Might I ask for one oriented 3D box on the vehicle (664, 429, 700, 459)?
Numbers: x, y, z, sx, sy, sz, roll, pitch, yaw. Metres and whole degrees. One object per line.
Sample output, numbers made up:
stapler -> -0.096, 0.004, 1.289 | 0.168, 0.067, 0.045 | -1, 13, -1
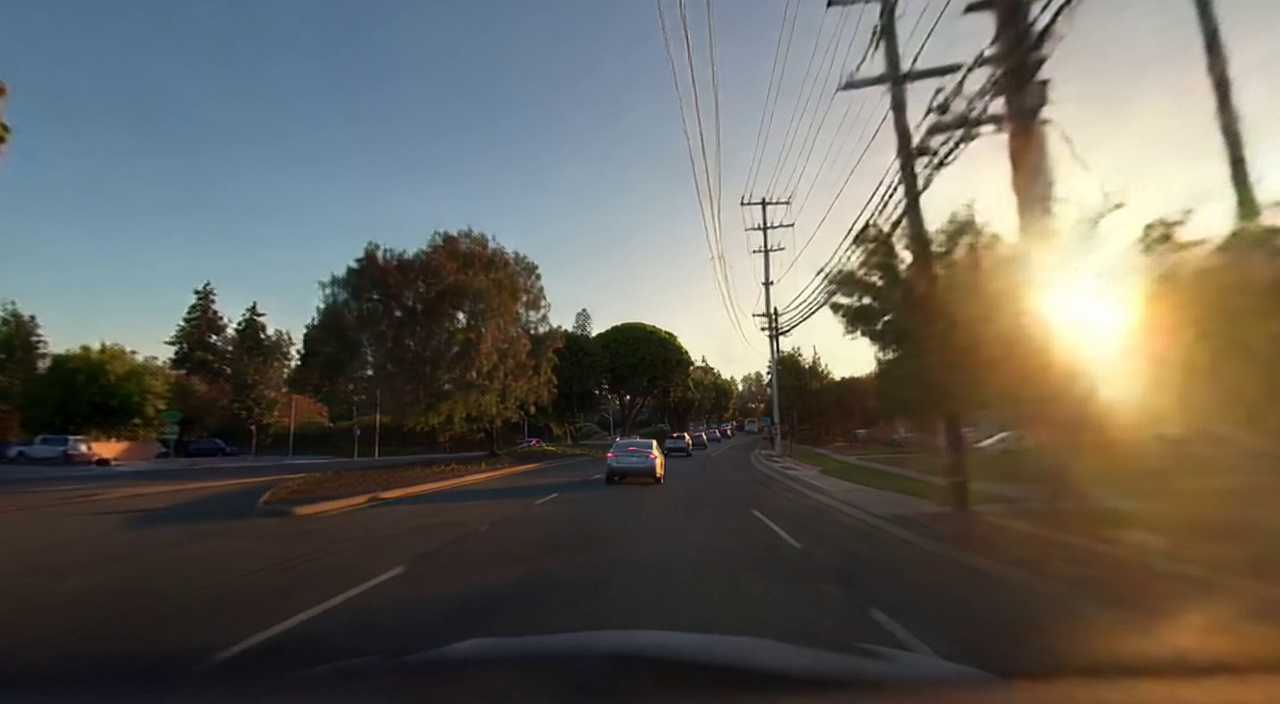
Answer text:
vehicle -> 3.012, 6.503, 44.588 | 2.158, 1.939, 4.935 | -1, -9, 8

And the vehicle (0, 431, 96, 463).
vehicle -> -33.351, 5.394, 35.316 | 1.857, 1.580, 4.336 | 0, -11, -1

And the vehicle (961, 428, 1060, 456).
vehicle -> 22.073, 5.391, 37.705 | 4.674, 1.500, 1.889 | 1, -9, 9

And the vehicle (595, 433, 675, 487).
vehicle -> -0.025, 3.299, 19.518 | 2.117, 1.474, 4.036 | -1, -8, 5

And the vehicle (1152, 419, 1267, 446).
vehicle -> 34.029, 4.858, 37.806 | 4.628, 1.467, 1.923 | -2, -9, 13

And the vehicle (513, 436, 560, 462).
vehicle -> -6.504, 6.144, 39.995 | 1.983, 1.485, 4.159 | -1, -8, 4
